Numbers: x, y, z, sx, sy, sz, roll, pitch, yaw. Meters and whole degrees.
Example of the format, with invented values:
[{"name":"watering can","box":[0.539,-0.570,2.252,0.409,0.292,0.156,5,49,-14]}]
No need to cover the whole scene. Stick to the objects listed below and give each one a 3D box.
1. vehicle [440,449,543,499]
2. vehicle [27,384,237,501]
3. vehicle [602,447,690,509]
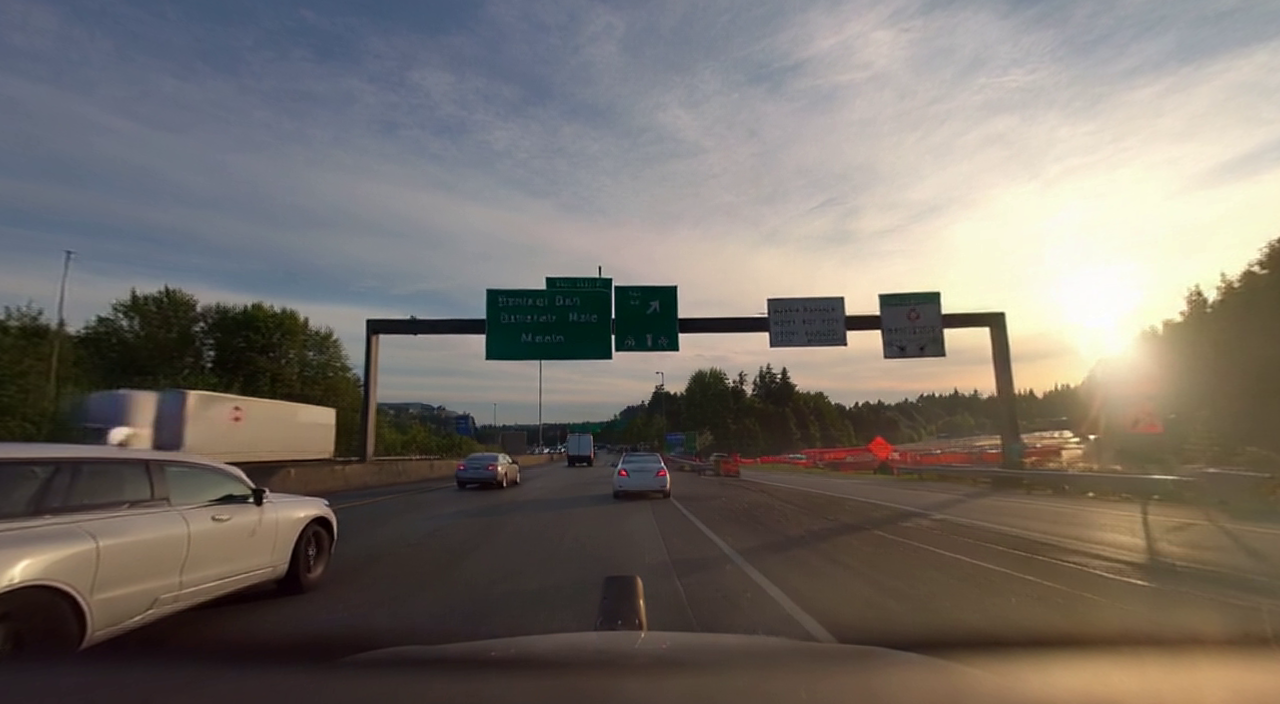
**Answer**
[{"name":"vehicle","box":[-4.634,3.860,20.259,2.063,1.417,4.000,-1,-9,5]},{"name":"vehicle","box":[-19.179,3.513,24.399,2.979,3.948,5.862,0,-9,0]},{"name":"vehicle","box":[0.149,3.265,16.753,2.080,1.451,3.512,0,-9,0]}]
